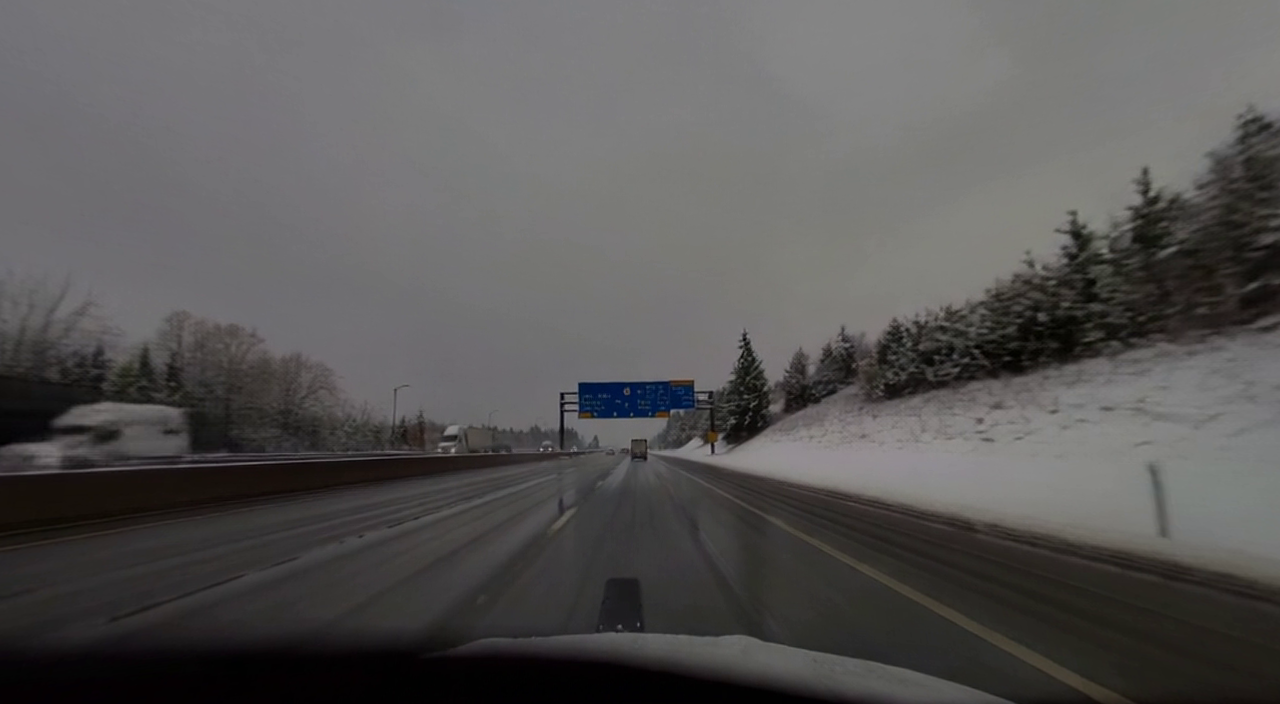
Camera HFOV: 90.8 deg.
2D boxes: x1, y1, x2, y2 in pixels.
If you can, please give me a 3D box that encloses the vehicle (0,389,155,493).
[{"bbox_3d":[-18.197,2.643,18.451,2.450,2.732,6.851,0,-9,0],"label":"vehicle"}]
